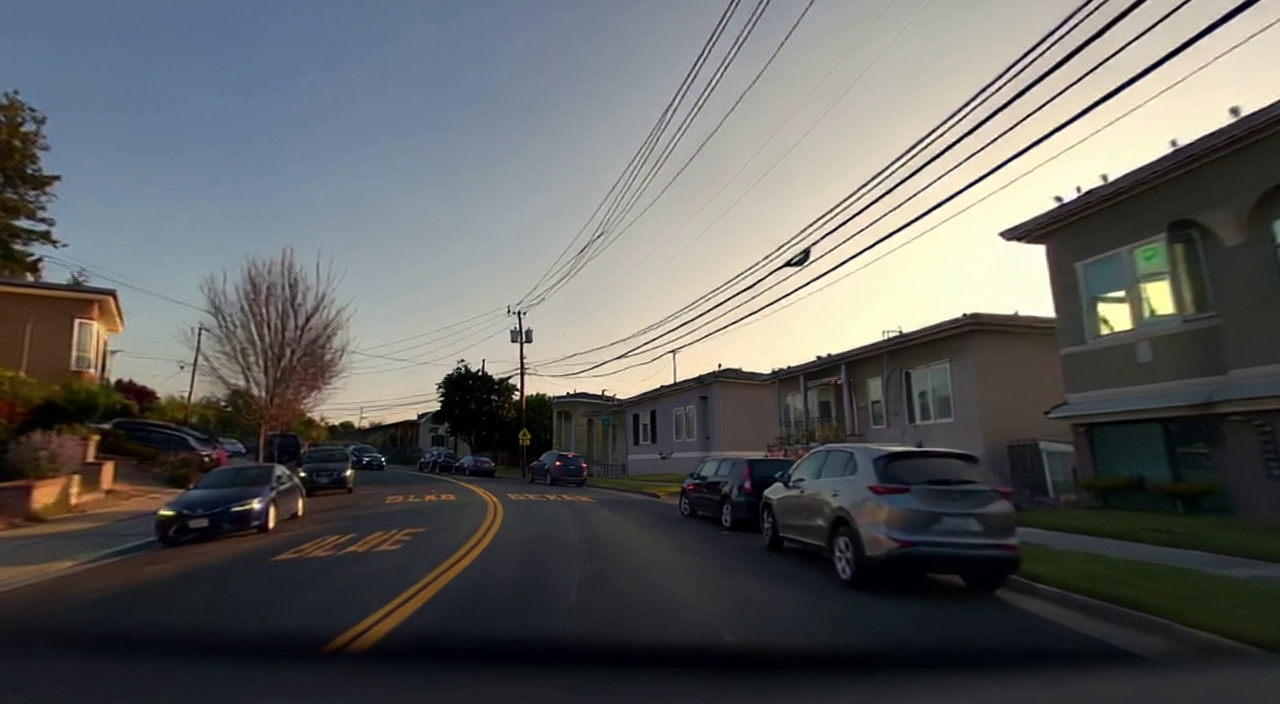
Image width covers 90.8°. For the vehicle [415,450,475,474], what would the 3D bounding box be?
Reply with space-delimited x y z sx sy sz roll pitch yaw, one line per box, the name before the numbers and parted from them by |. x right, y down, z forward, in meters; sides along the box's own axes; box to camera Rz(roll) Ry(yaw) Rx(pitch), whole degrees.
vehicle | -13.258 7.406 42.770 1.923 1.531 4.568 8 -12 -44

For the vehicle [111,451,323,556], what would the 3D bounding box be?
vehicle | -7.741 2.718 12.042 2.003 1.447 3.642 -3 -8 -10

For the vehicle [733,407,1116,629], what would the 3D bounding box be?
vehicle | 2.719 1.696 7.570 1.974 1.769 4.610 1 -9 -7

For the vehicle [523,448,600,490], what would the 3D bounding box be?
vehicle | -3.754 5.392 29.442 1.994 1.682 4.750 9 -12 -25

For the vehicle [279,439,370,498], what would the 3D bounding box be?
vehicle | -10.199 3.748 20.802 2.023 1.674 4.556 3 -9 -19

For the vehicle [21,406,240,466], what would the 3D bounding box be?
vehicle | -18.154 3.098 23.057 5.822 1.956 2.355 5 -10 -31
